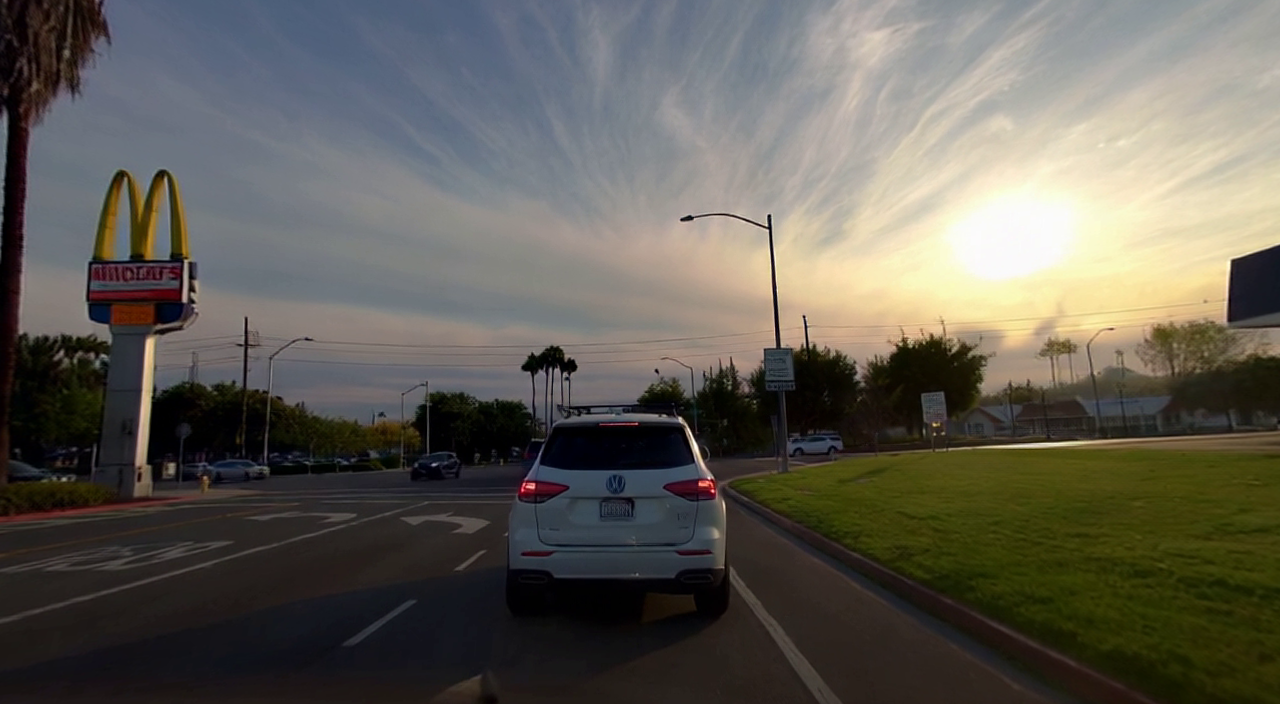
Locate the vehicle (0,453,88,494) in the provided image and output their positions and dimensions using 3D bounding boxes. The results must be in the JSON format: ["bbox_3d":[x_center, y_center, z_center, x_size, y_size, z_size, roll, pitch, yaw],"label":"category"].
[{"bbox_3d":[-28.072,5.383,28.232,4.584,1.714,2.186,4,-10,-27],"label":"vehicle"}]

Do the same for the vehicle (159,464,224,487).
[{"bbox_3d":[-33.302,9.161,47.027,1.792,1.439,3.952,-1,-9,3],"label":"vehicle"}]

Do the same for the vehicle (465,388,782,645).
[{"bbox_3d":[-0.140,1.407,6.330,2.137,1.728,3.926,0,-9,-1],"label":"vehicle"}]

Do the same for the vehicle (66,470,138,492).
[{"bbox_3d":[-39.940,9.564,47.012,1.602,1.400,4.220,0,-9,0],"label":"vehicle"}]

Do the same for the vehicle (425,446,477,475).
[{"bbox_3d":[-12.312,7.075,41.463,1.965,1.718,4.466,0,-9,2],"label":"vehicle"}]

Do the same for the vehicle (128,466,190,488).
[{"bbox_3d":[-35.633,9.255,46.888,1.641,1.375,3.640,0,-9,1],"label":"vehicle"}]
